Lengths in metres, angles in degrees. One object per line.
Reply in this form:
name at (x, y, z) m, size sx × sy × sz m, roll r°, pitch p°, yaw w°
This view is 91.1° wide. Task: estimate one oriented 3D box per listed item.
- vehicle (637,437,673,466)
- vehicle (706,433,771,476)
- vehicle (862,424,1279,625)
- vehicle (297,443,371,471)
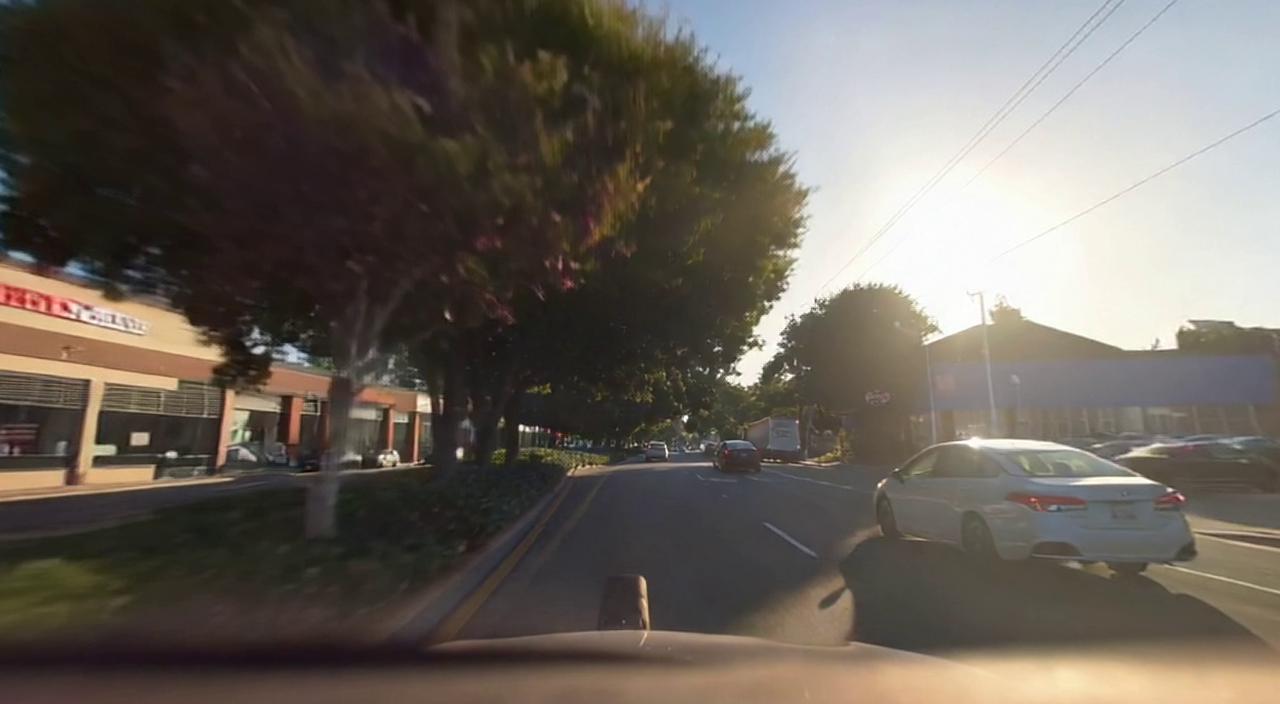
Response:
vehicle at (0.910, 6.036, 38.279) m, size 2.098 × 1.682 × 3.778 m, roll 0°, pitch -8°, yaw 1°
vehicle at (4.175, 4.441, 27.329) m, size 2.115 × 1.692 × 4.189 m, roll 0°, pitch -8°, yaw 0°
vehicle at (4.215, 1.609, 6.940) m, size 1.908 × 1.463 × 4.506 m, roll 0°, pitch -8°, yaw 1°
vehicle at (-18.456, 6.339, 38.117) m, size 1.947 × 1.580 × 4.857 m, roll 0°, pitch -9°, yaw 1°
